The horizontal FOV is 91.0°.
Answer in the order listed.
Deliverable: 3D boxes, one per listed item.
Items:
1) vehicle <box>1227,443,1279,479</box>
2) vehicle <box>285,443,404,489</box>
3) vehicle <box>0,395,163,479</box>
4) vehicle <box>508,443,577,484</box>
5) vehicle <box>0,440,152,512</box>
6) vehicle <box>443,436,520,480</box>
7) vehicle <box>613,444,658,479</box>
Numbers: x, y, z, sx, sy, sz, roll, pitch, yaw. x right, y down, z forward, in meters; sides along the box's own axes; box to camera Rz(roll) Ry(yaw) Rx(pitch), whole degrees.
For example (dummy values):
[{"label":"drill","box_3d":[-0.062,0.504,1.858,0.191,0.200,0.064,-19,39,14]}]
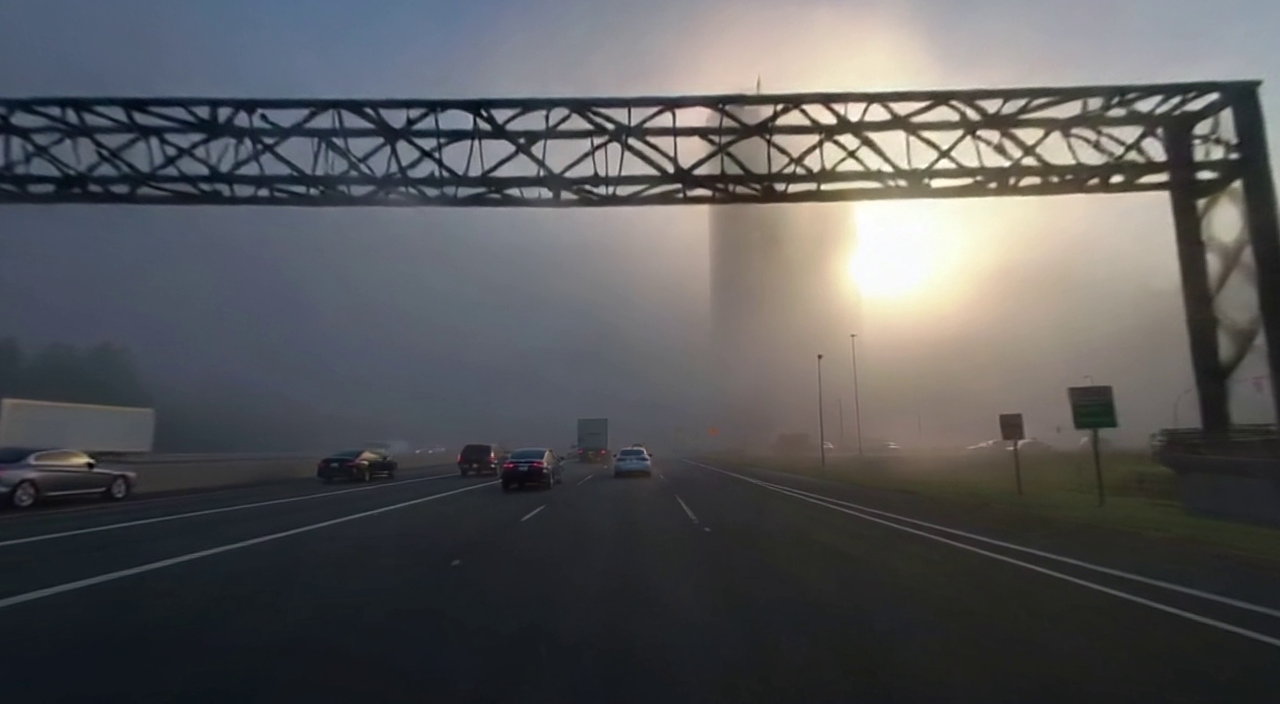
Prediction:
[{"label":"vehicle","box_3d":[28.908,4.933,28.713,2.059,1.507,4.352,-5,-10,30]},{"label":"vehicle","box_3d":[-10.592,4.099,23.064,1.987,1.495,4.710,0,-9,1]},{"label":"vehicle","box_3d":[-30.131,4.357,31.833,2.988,3.703,11.460,0,-9,0]},{"label":"vehicle","box_3d":[-3.838,4.483,25.564,2.016,1.497,4.235,0,-9,1]},{"label":"vehicle","box_3d":[-14.392,2.845,14.823,1.948,1.483,4.814,0,-9,0]},{"label":"vehicle","box_3d":[-7.057,4.793,28.693,2.190,1.821,4.800,0,-9,1]},{"label":"vehicle","box_3d":[-0.205,5.134,29.744,1.991,1.488,3.922,0,-9,0]}]
